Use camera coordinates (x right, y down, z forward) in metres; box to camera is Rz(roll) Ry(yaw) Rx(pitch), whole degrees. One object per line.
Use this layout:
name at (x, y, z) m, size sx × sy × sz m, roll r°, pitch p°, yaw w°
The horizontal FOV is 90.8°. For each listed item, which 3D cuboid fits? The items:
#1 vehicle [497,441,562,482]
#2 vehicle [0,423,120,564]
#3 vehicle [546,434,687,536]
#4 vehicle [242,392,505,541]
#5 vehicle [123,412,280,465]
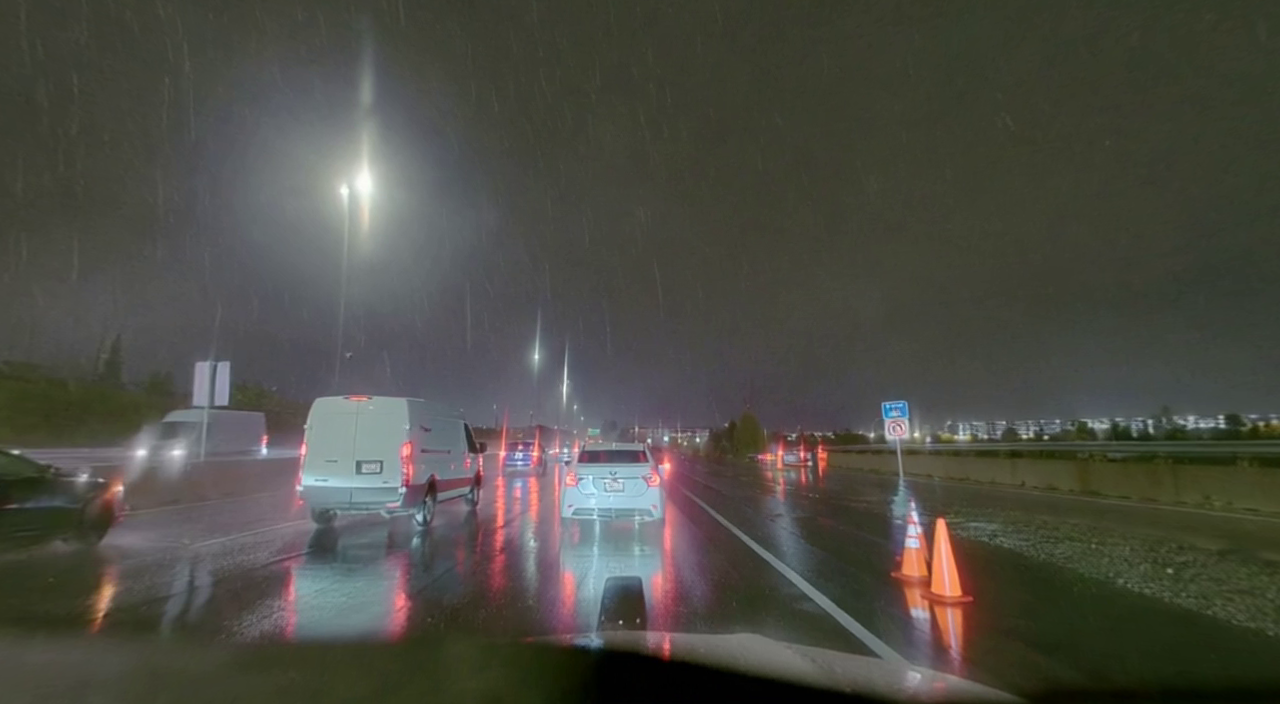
vehicle at (-4.217, 4.216, 24.650) m, size 1.824 × 1.459 × 4.007 m, roll 0°, pitch -9°, yaw 0°
vehicle at (-7.877, 1.429, 6.169) m, size 1.930 × 1.506 × 4.279 m, roll 0°, pitch -9°, yaw 0°
vehicle at (-0.403, 2.255, 11.325) m, size 2.069 × 1.484 × 3.918 m, roll 0°, pitch -9°, yaw -2°
vehicle at (-4.225, 1.977, 11.494) m, size 2.324 × 2.012 × 5.740 m, roll 0°, pitch -9°, yaw -1°
vehicle at (-17.698, 3.574, 26.061) m, size 2.480 × 1.907 × 6.056 m, roll 0°, pitch -8°, yaw -5°
